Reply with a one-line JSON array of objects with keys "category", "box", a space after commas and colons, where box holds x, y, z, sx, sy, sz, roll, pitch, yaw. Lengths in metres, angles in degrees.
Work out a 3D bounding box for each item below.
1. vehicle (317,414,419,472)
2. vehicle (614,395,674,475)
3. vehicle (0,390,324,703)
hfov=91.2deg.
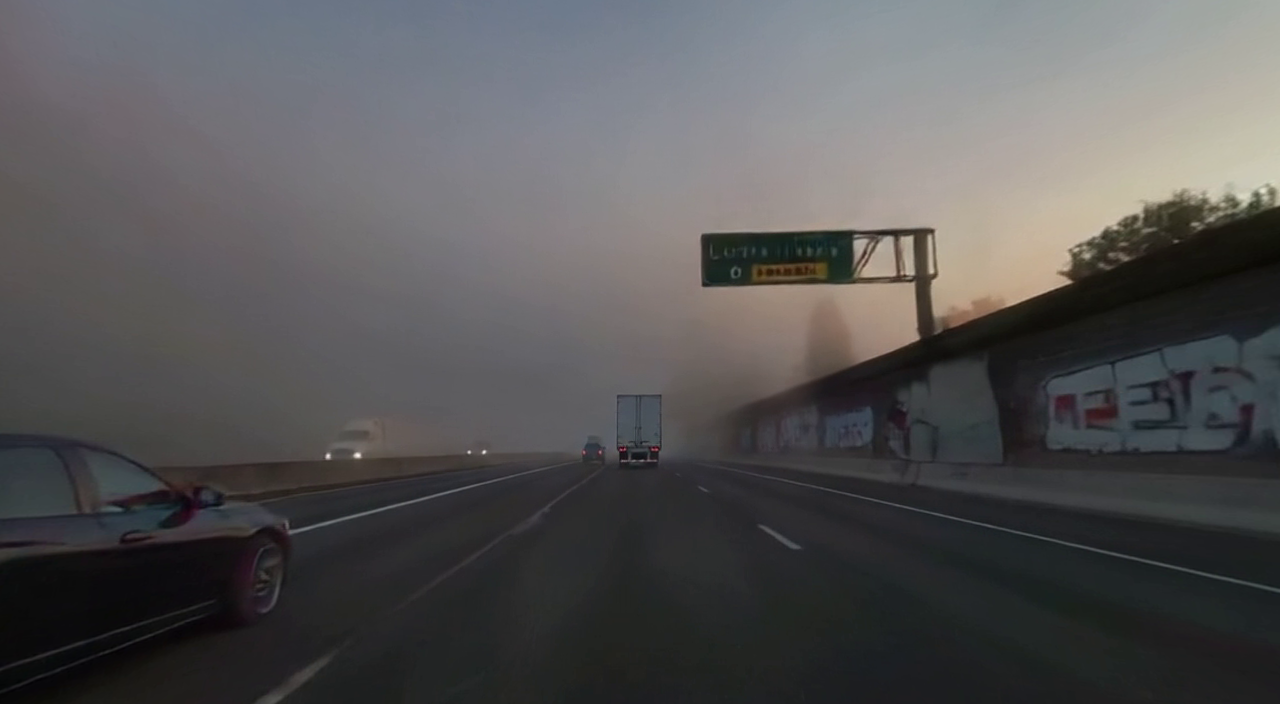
[{"category": "vehicle", "box": [-19.611, 6.768, 46.120, 2.992, 3.750, 9.993, 0, -9, 0]}, {"category": "vehicle", "box": [0.032, 5.077, 37.453, 3.042, 4.023, 10.832, 0, -9, -2]}, {"category": "vehicle", "box": [-3.694, 1.023, 3.084, 2.158, 1.538, 4.047, 0, -9, 0]}]
